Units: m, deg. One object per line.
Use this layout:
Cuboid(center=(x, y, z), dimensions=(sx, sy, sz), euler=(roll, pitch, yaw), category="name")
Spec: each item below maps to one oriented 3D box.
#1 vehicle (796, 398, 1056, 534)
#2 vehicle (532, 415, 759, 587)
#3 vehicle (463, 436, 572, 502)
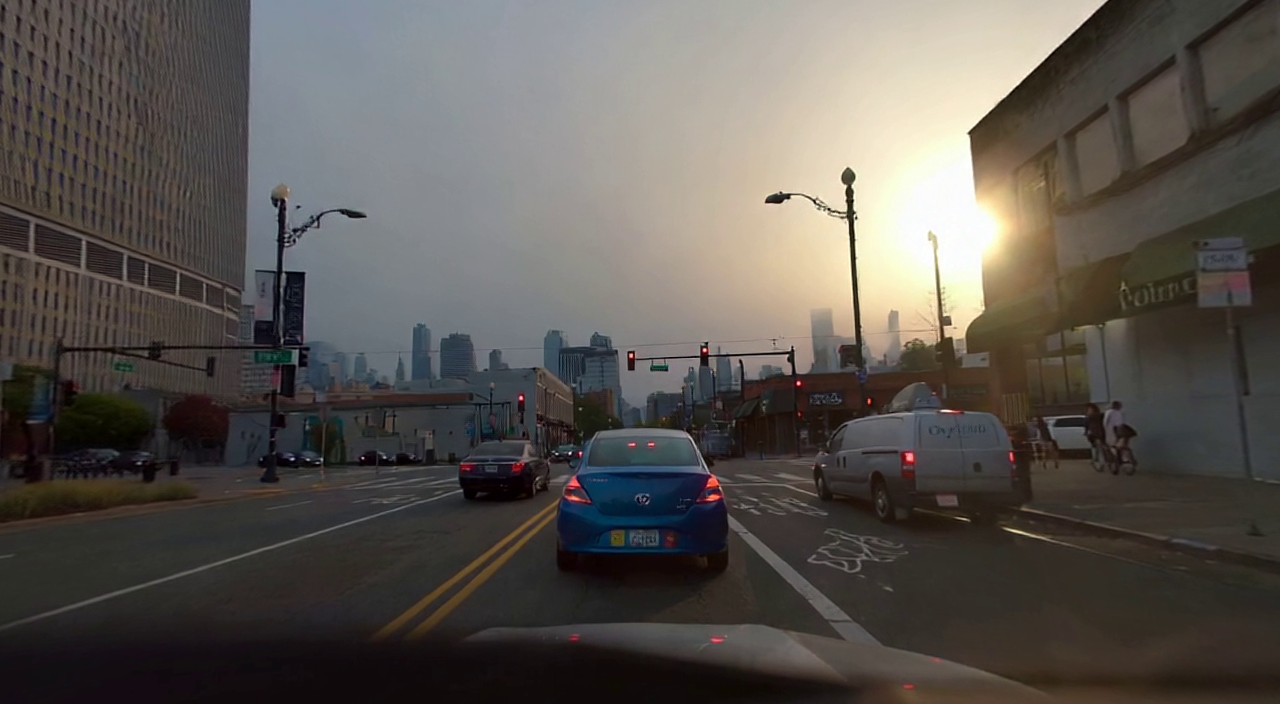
Cuboid(center=(4.504, 1.908, 11.037), dimensions=(2.142, 1.829, 4.767), euler=(0, -9, -2), category="vehicle")
Cuboid(center=(0.033, 1.674, 7.875), dimensions=(2.091, 1.557, 4.000), euler=(0, -9, 0), category="vehicle")
Cuboid(center=(-3.024, 2.995, 16.587), dimensions=(2.039, 1.452, 4.489), euler=(0, -8, -1), category="vehicle")
